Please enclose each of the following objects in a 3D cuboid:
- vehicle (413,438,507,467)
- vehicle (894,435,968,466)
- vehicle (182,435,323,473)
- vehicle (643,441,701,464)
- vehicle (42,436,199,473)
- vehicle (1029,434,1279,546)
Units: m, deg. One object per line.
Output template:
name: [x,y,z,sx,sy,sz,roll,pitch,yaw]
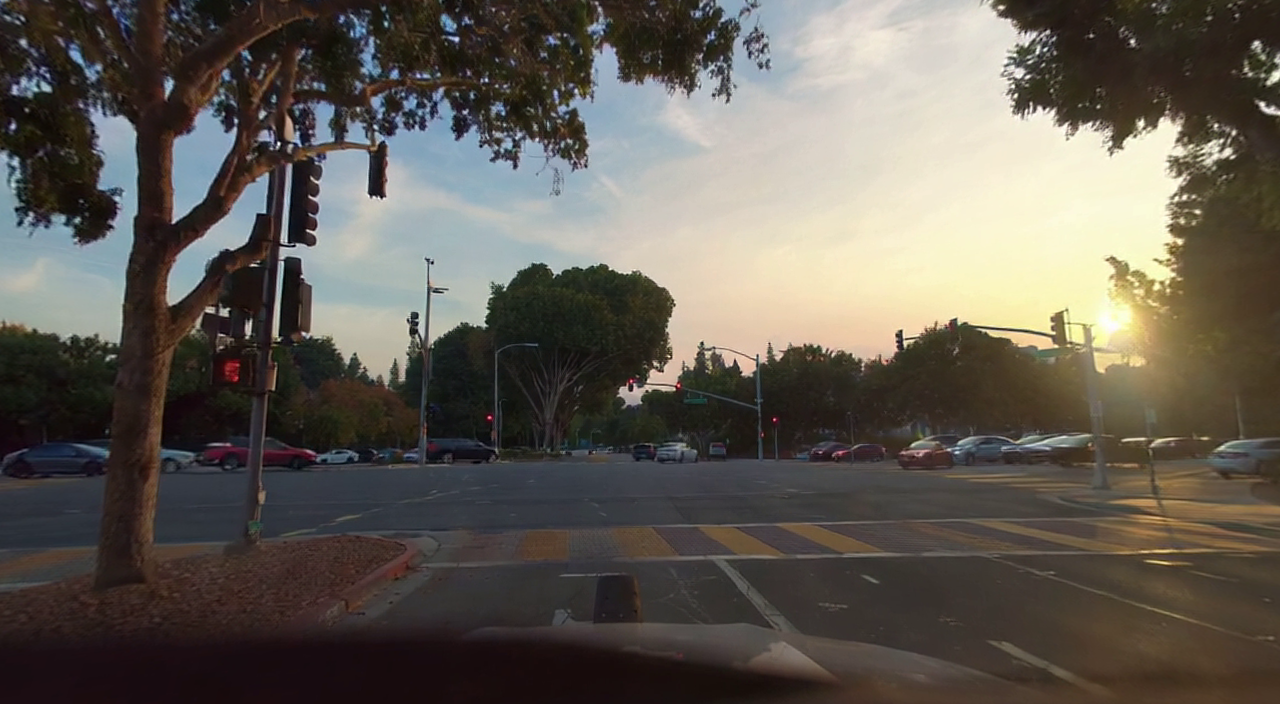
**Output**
vehicle: [-9.953,5.574,35.150,4.580,1.472,1.891,7,-11,-40]
vehicle: [15.844,5.393,34.649,2.001,1.561,4.481,0,-8,1]
vehicle: [-16.100,4.268,26.561,4.671,1.465,1.934,3,-9,-21]
vehicle: [2.274,6.867,43.454,1.935,1.476,4.849,-5,-10,30]
vehicle: [-22.258,4.412,27.314,4.709,1.514,1.985,3,-9,-18]
vehicle: [9.292,2.288,11.073,1.993,1.505,4.721,3,-9,0]
